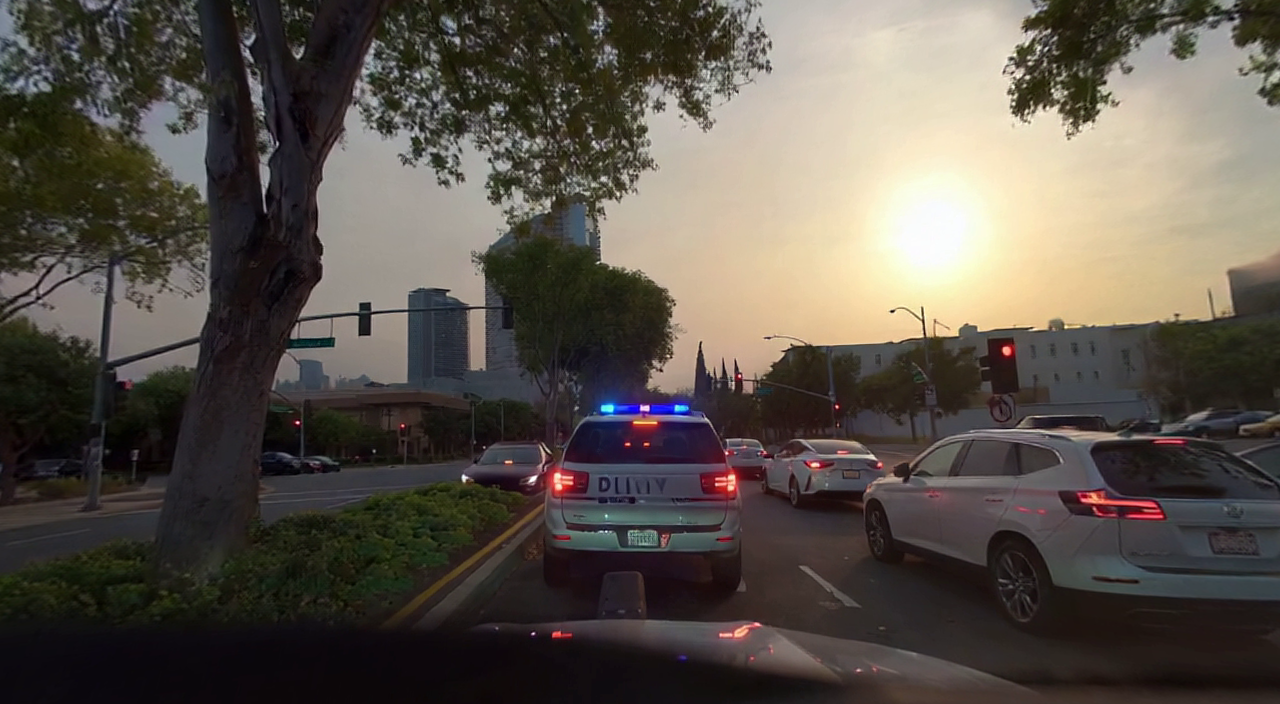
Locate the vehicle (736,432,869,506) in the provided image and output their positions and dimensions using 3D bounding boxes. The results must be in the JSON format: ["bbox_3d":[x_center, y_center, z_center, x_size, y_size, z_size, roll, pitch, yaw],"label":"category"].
[{"bbox_3d":[3.642,2.706,15.057,1.940,1.474,4.234,0,-8,-1],"label":"vehicle"}]

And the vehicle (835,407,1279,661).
[{"bbox_3d":[3.636,1.408,6.071,1.995,1.483,4.533,0,-8,-1],"label":"vehicle"}]

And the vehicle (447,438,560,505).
[{"bbox_3d":[-3.313,2.984,16.208,1.913,1.464,4.276,0,-8,0],"label":"vehicle"}]

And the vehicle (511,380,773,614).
[{"bbox_3d":[-0.039,1.461,7.277,2.038,1.819,4.505,0,-8,-1],"label":"vehicle"}]
